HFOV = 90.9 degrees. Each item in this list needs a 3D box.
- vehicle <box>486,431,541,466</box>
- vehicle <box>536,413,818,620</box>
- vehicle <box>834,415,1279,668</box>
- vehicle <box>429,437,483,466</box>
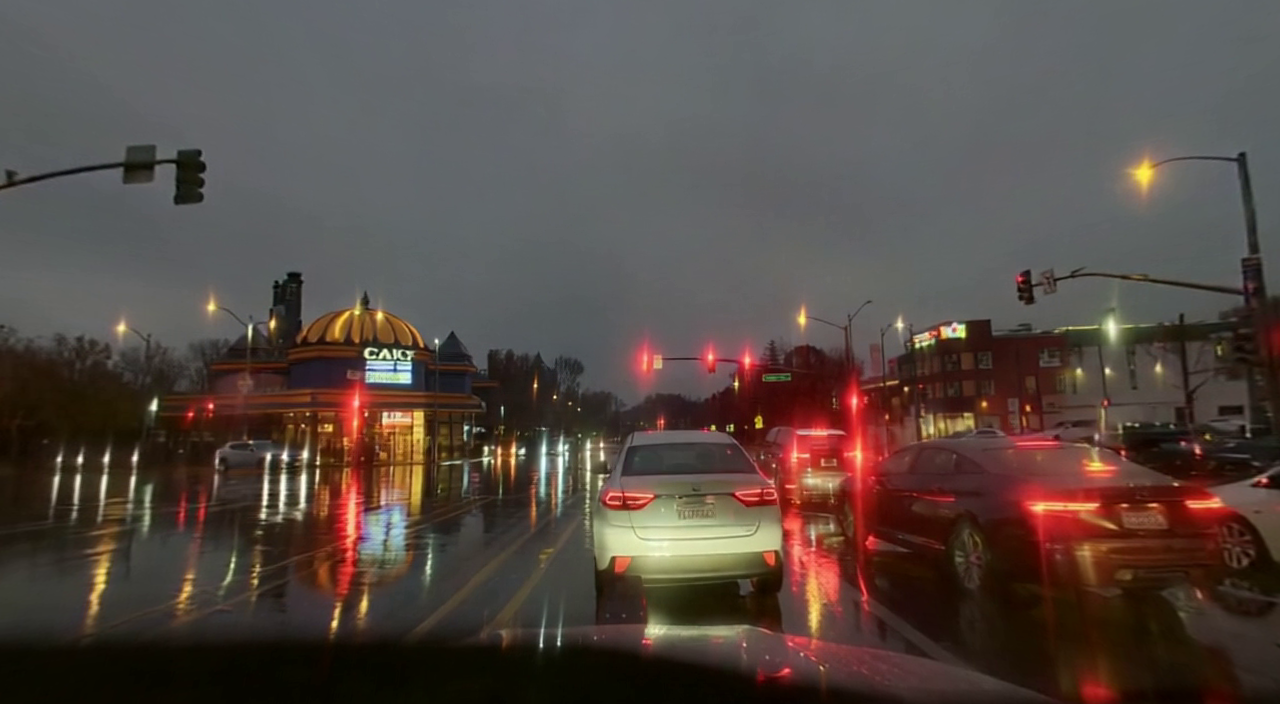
[{"bbox_3d":[-8.799,6.718,44.576,2.710,2.022,5.889,-2,-5,0],"label":"vehicle"},{"bbox_3d":[0.217,1.494,6.653,2.073,1.496,3.892,0,-8,-2],"label":"vehicle"},{"bbox_3d":[3.511,1.447,6.032,1.883,1.480,4.489,0,-8,0],"label":"vehicle"},{"bbox_3d":[-12.101,6.574,41.799,2.122,1.829,4.559,0,-8,0],"label":"vehicle"}]
